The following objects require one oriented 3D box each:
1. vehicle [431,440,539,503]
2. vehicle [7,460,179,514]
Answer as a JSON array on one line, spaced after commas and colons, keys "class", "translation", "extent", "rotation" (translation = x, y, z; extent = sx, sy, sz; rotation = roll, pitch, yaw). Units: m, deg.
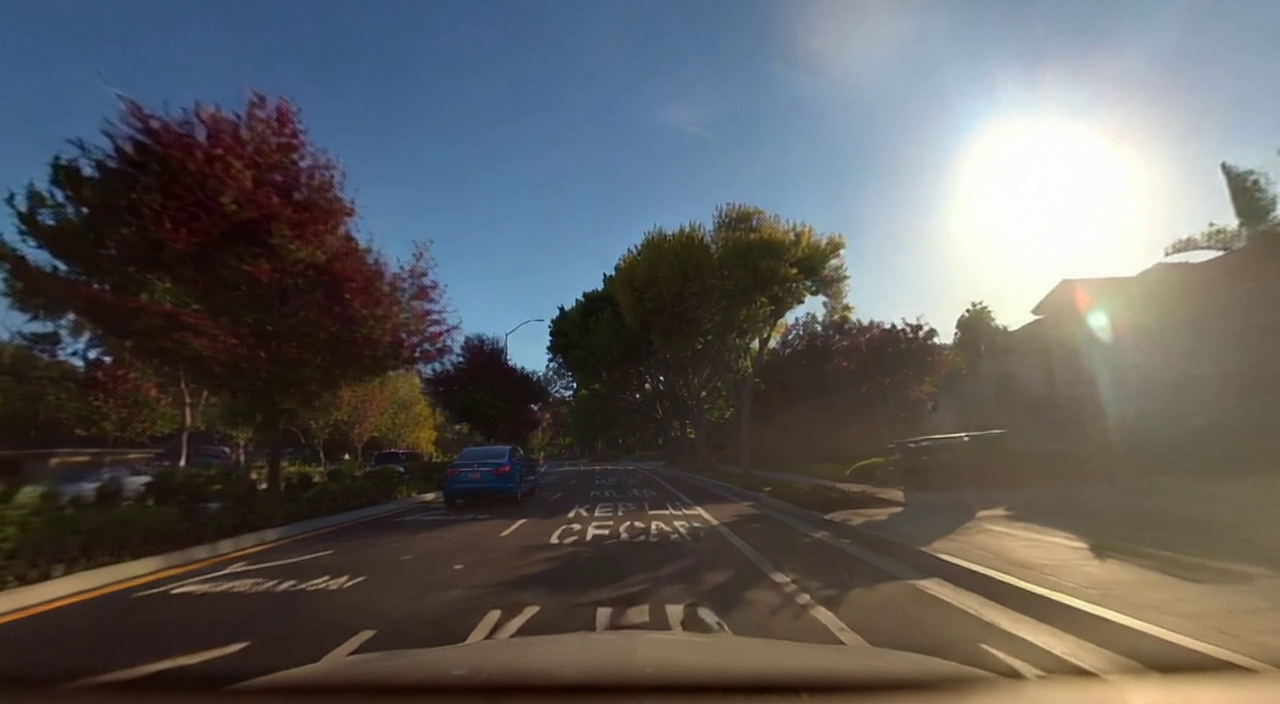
[{"class": "vehicle", "translation": [-4.183, 3.284, 17.850], "extent": [1.980, 1.508, 4.502], "rotation": [0, -8, -1]}, {"class": "vehicle", "translation": [-17.884, 4.391, 21.007], "extent": [1.874, 1.494, 4.395], "rotation": [0, -9, -2]}]
